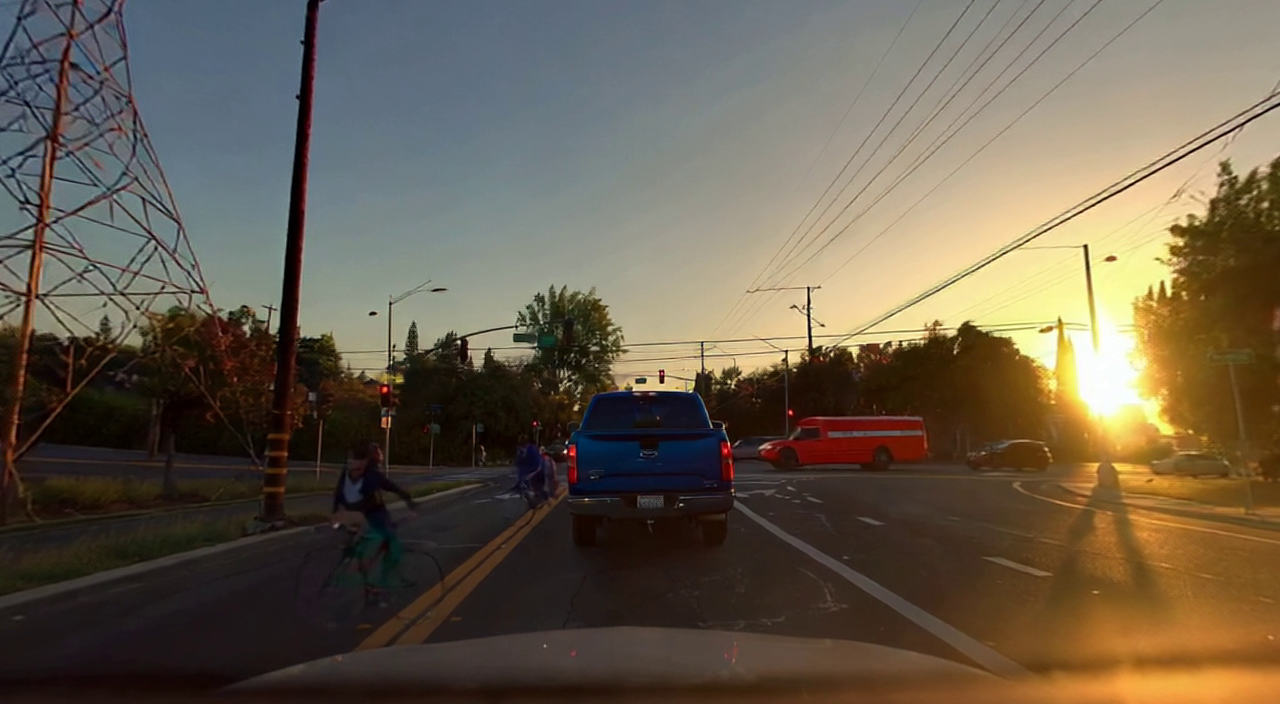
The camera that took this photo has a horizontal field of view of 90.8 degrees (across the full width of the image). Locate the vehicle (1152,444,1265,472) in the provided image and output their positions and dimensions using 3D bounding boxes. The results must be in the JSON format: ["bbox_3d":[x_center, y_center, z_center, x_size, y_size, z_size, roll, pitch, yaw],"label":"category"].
[{"bbox_3d":[36.896,6.882,41.079,5.426,1.728,1.999,0,-8,-2],"label":"vehicle"}]

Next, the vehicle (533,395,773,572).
[{"bbox_3d":[0.096,1.883,9.963,2.707,1.964,5.485,0,-8,-1],"label":"vehicle"}]

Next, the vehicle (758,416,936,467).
[{"bbox_3d":[13.516,5.991,42.060,10.726,3.128,3.003,-1,-8,2],"label":"vehicle"}]

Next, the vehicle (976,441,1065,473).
[{"bbox_3d":[26.786,7.421,44.592,5.077,2.008,1.991,2,-9,-3],"label":"vehicle"}]
